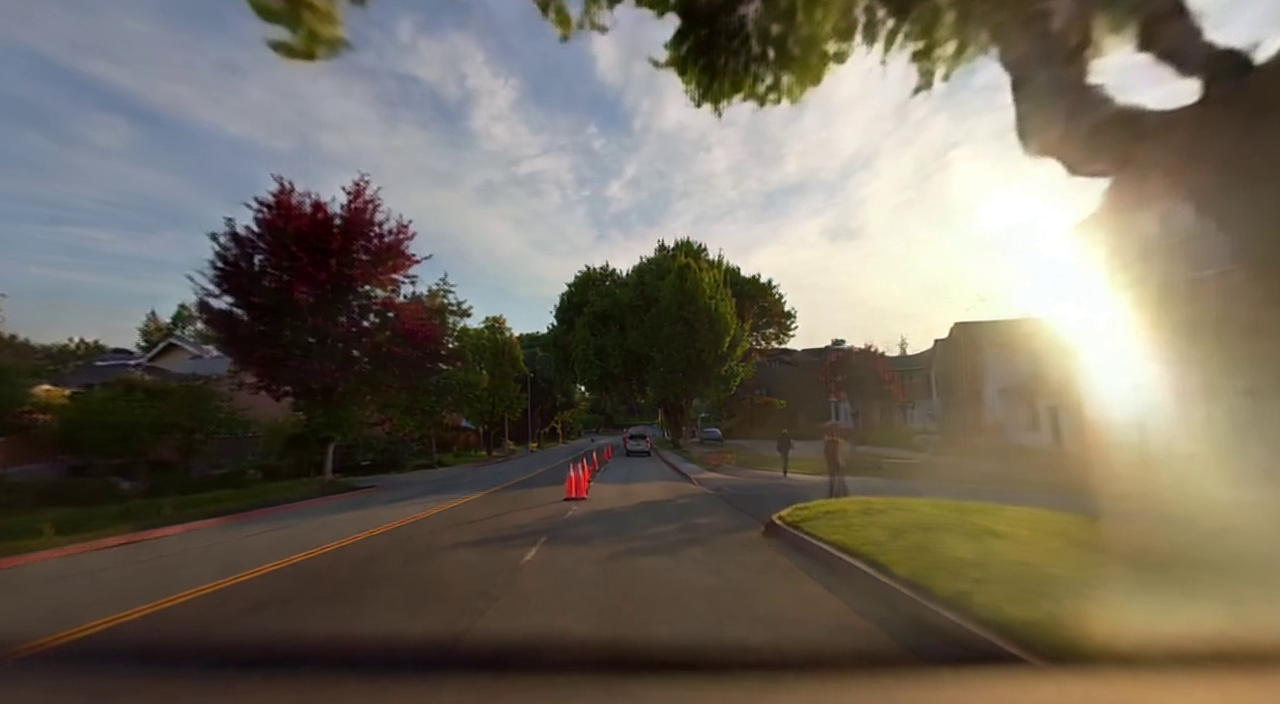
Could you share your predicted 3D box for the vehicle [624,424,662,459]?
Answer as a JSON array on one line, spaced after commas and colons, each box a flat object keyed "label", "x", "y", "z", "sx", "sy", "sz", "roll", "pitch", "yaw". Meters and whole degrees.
[{"label": "vehicle", "x": 0.116, "y": 5.575, "z": 39.283, "sx": 2.169, "sy": 2.015, "sz": 5.206, "roll": 0, "pitch": -8, "yaw": -1}]

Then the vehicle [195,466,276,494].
[{"label": "vehicle", "x": -25.063, "y": 7.887, "z": 39.115, "sx": 4.314, "sy": 1.583, "sz": 1.779, "roll": -3, "pitch": -9, "yaw": 18}]
